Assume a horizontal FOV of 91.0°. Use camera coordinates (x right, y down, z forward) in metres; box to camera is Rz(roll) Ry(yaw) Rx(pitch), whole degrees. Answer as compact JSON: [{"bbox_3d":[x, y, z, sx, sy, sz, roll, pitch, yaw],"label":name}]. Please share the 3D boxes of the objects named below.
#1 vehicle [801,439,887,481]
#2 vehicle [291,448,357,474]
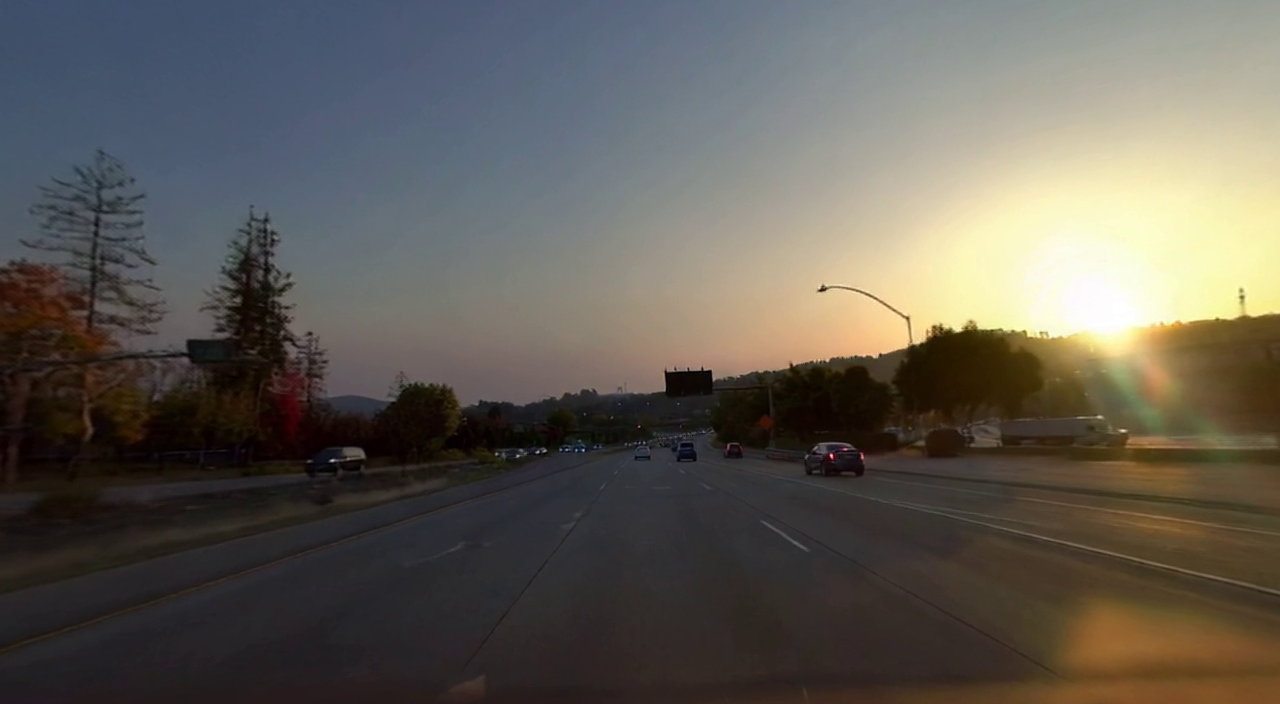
[{"bbox_3d":[8.184,4.364,25.698,1.989,1.526,4.443,0,-9,0],"label":"vehicle"},{"bbox_3d":[-24.600,8.484,49.296,2.143,1.828,5.680,0,-9,1],"label":"vehicle"}]
